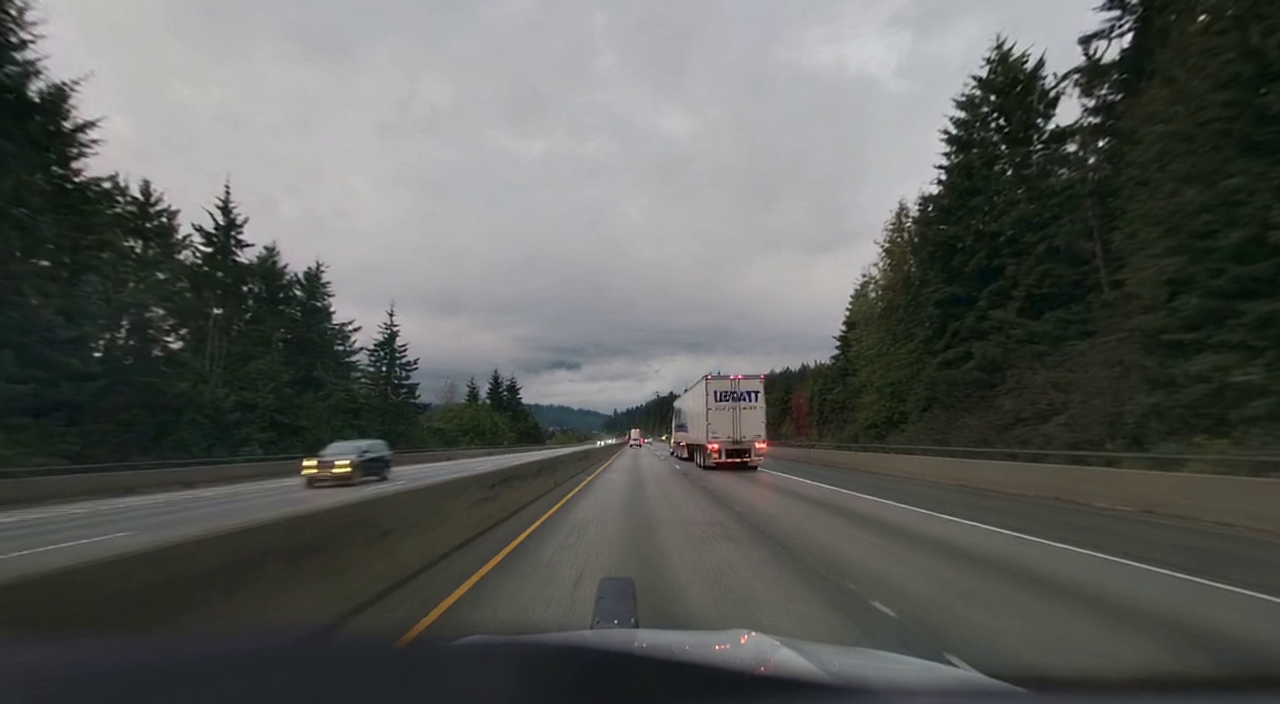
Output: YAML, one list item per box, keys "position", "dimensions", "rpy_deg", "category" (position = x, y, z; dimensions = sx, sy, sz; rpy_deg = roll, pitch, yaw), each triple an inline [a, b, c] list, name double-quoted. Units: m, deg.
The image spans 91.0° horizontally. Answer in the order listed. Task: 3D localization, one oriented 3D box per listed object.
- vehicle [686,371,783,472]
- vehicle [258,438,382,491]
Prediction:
- position: [3.927, 3.241, 28.365]
  dimensions: [3.006, 3.850, 8.310]
  rpy_deg: [-1, -8, 0]
  category: "vehicle"
- position: [-10.596, 3.722, 21.240]
  dimensions: [2.051, 1.573, 4.029]
  rpy_deg: [-1, -8, 0]
  category: "vehicle"
